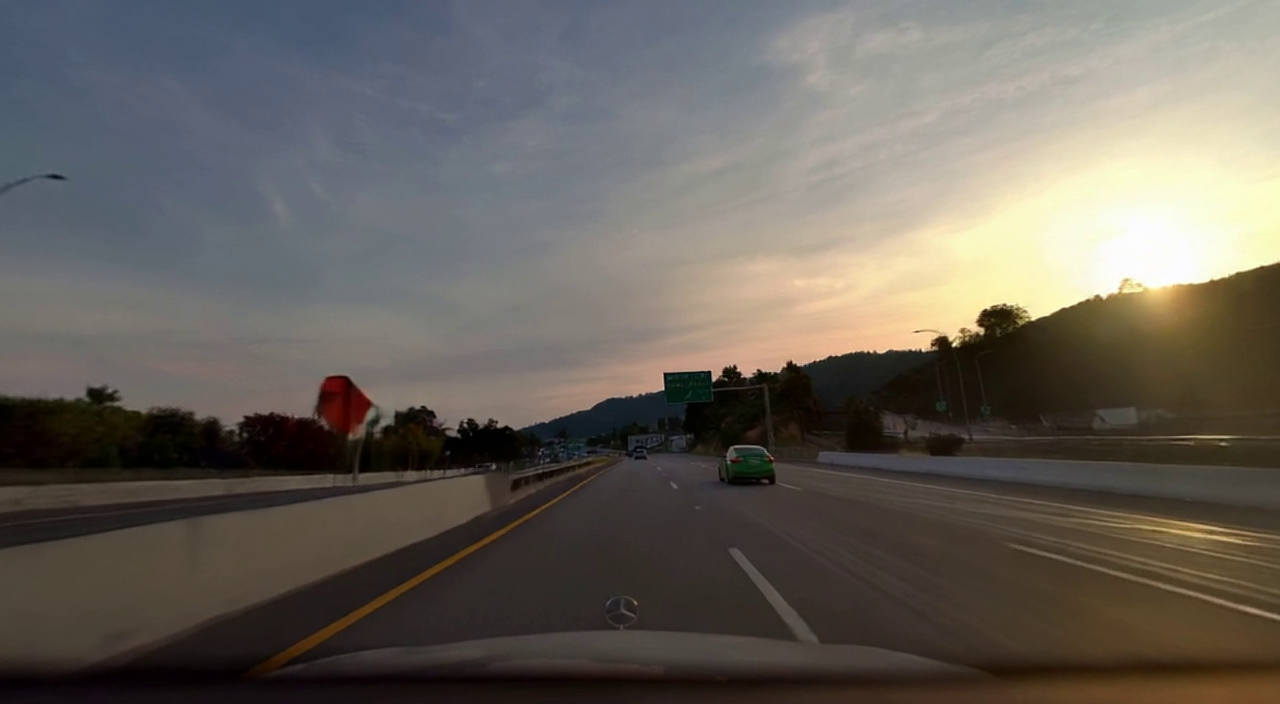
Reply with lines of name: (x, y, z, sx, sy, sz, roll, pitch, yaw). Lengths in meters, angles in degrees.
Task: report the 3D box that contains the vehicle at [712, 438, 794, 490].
vehicle: (3.556, 3.622, 20.688, 1.874, 1.506, 4.116, 0, -9, 0)
